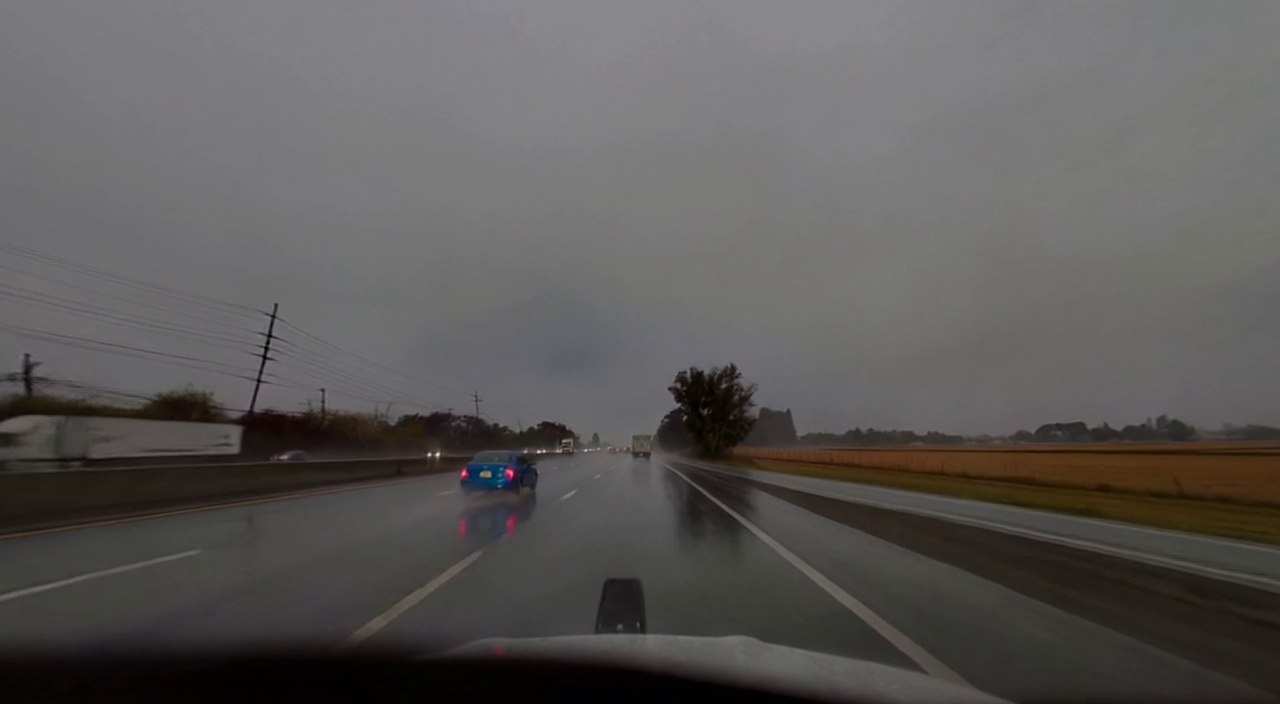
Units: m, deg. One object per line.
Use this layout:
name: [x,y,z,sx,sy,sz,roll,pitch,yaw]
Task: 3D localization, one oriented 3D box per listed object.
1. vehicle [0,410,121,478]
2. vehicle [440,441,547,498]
vehicle: [-39.711,6.079,41.356,2.979,4.006,9.168,0,-9,2]
vehicle: [-4.289,3.522,19.252,2.104,1.501,4.459,0,-9,1]
